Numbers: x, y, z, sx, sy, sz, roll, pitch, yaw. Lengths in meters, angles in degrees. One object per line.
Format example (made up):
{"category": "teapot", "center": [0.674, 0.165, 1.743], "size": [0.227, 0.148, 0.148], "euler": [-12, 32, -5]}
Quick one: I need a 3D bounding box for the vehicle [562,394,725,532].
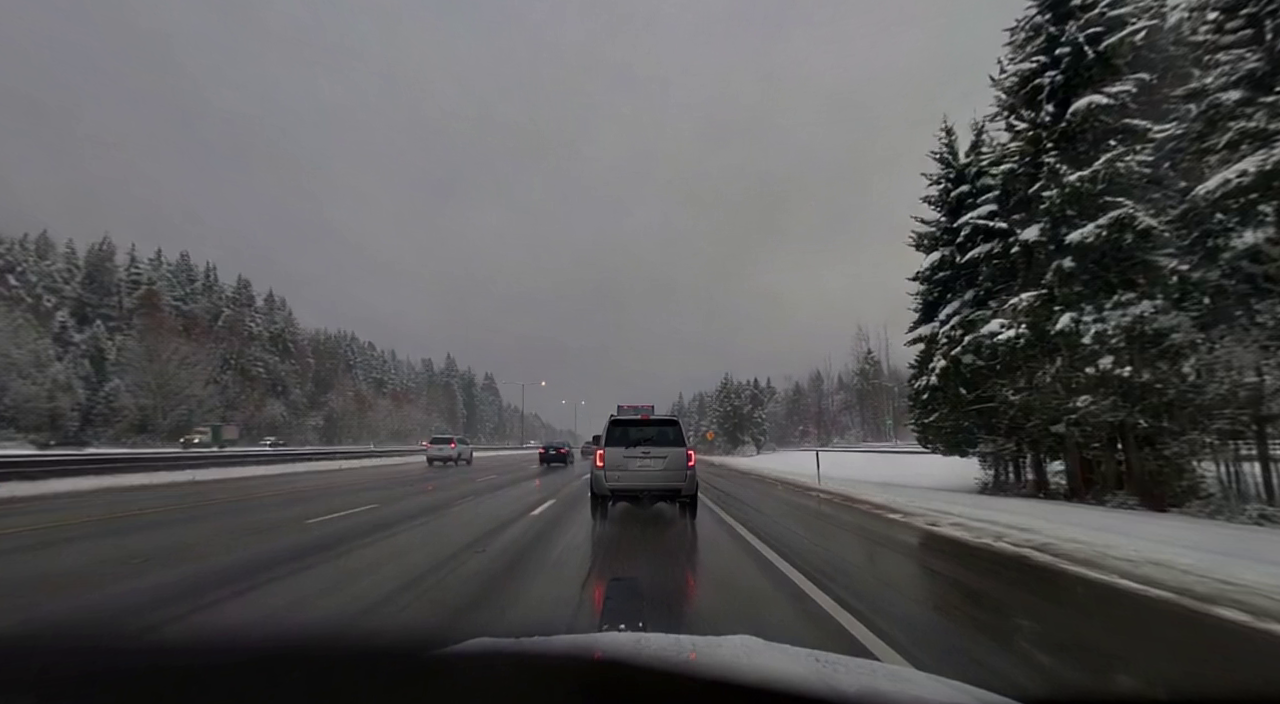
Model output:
{"category": "vehicle", "center": [0.024, 1.987, 11.756], "size": [2.395, 2.013, 4.734], "euler": [0, -8, -1]}

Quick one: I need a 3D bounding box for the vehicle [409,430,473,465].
{"category": "vehicle", "center": [-10.906, 5.300, 34.981], "size": [2.009, 1.771, 4.540], "euler": [0, -8, 1]}

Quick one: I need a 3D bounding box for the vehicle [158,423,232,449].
{"category": "vehicle", "center": [-32.005, 6.124, 45.559], "size": [1.980, 1.783, 4.604], "euler": [0, -8, 0]}
